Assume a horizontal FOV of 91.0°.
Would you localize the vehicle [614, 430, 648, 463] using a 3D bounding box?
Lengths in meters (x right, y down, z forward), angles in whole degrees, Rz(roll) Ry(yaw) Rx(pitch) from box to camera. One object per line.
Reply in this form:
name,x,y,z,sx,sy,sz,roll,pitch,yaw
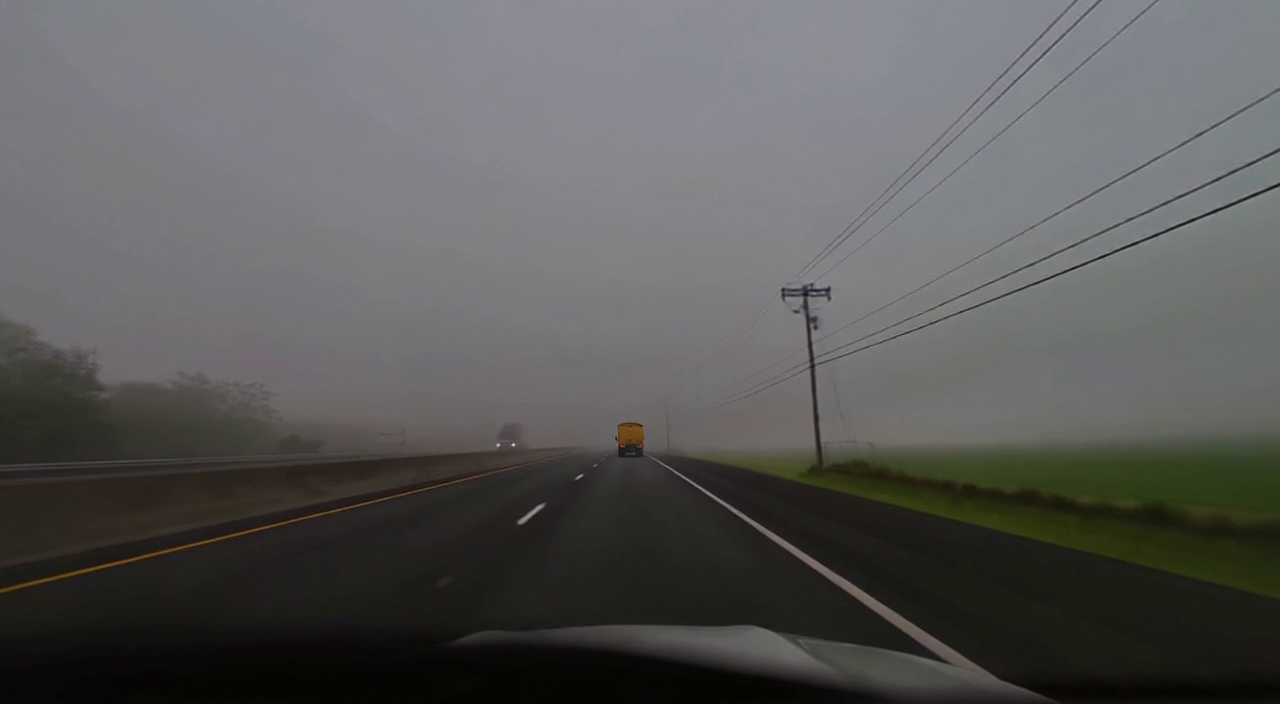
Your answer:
vehicle,-0.664,6.534,43.620,2.240,2.129,4.480,0,-8,-2
